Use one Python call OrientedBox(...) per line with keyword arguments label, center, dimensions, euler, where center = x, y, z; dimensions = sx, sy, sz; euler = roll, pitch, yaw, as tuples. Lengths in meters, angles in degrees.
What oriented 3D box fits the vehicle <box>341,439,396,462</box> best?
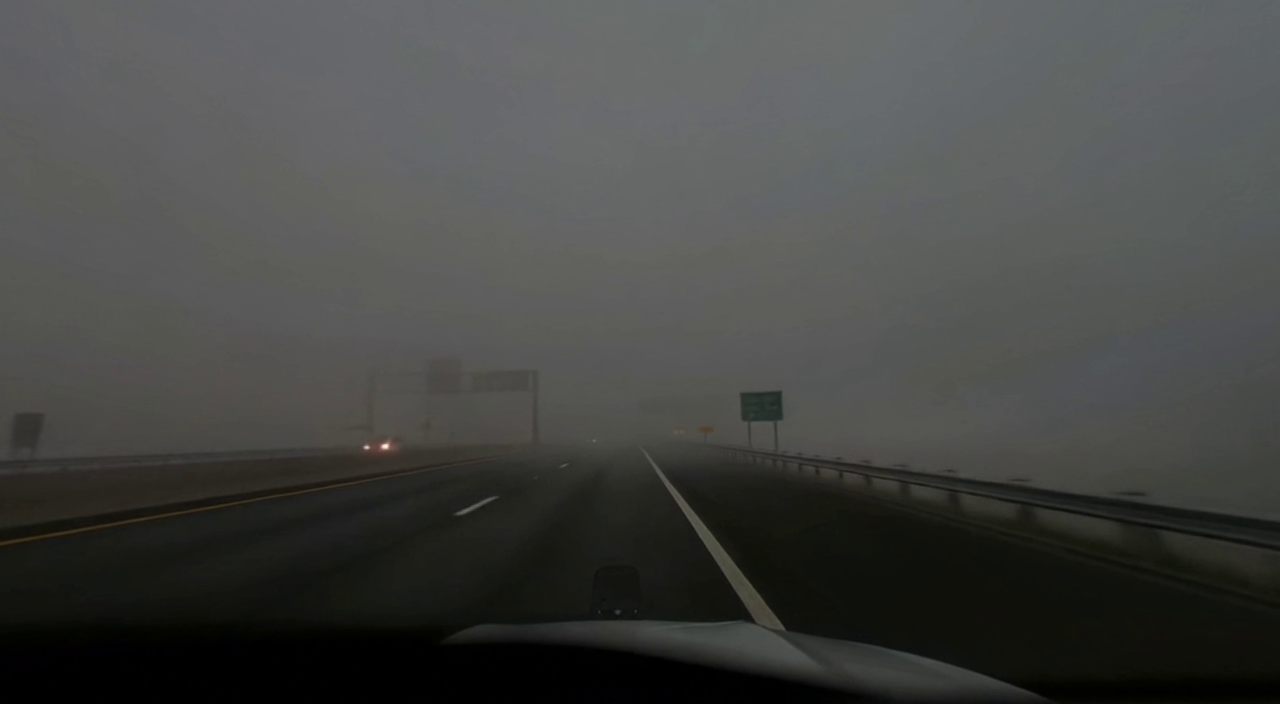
OrientedBox(label="vehicle", center=(-18.378, 6.653, 42.816), dimensions=(1.897, 1.470, 4.083), euler=(0, -8, 0))
